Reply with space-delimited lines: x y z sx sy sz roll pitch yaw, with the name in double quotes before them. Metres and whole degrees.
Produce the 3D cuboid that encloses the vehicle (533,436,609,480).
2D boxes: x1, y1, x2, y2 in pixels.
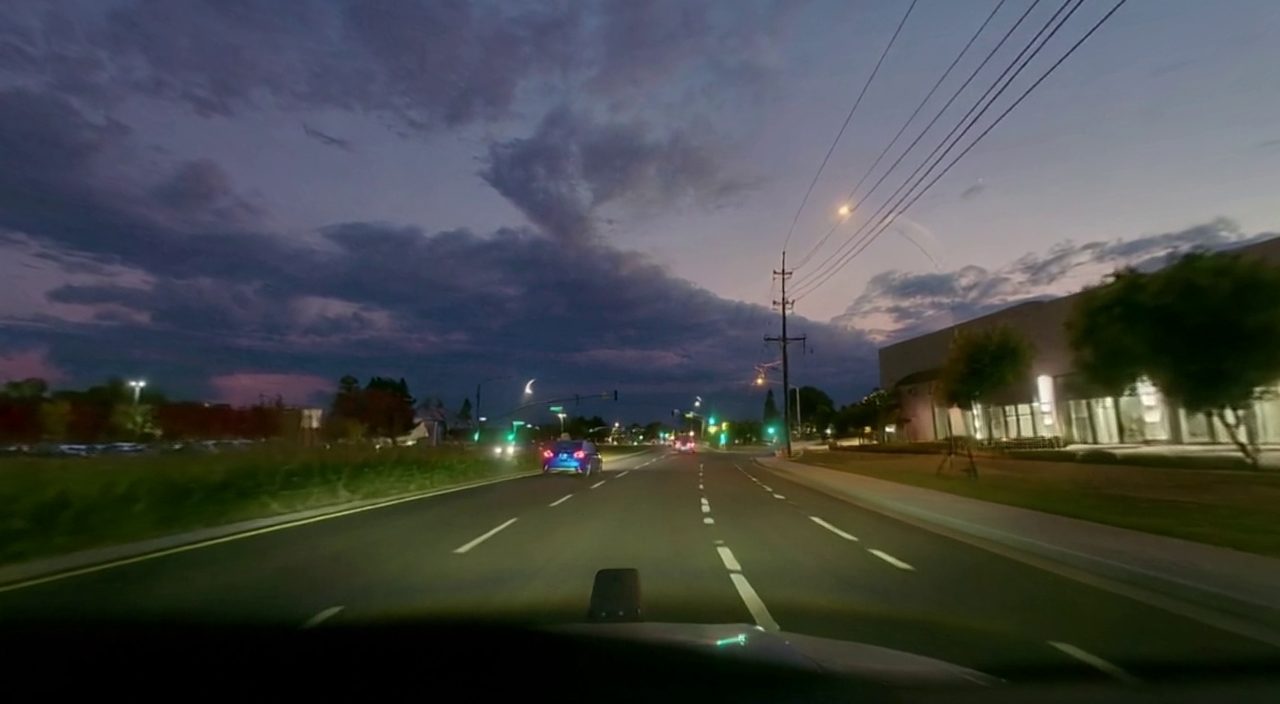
"vehicle" -2.490 3.985 24.009 1.928 1.488 4.635 -1 -8 6
